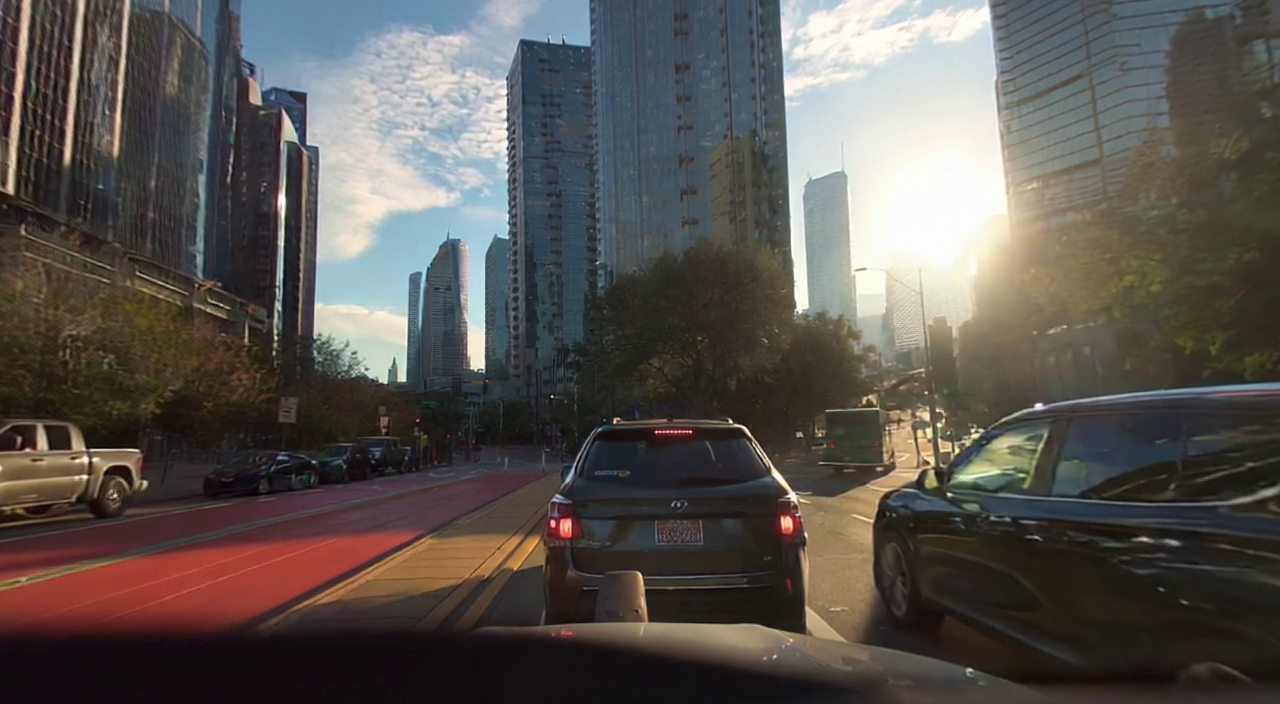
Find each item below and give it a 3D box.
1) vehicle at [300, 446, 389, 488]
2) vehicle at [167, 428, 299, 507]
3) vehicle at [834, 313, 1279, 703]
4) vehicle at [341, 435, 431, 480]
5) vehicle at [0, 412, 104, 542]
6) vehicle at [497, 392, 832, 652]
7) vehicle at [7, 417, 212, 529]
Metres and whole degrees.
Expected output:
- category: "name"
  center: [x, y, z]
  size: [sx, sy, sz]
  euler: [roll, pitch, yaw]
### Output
- category: "vehicle"
  center: [-11.576, 4.499, 25.091]
  size: [1.791, 1.463, 4.210]
  euler: [0, -9, -4]
- category: "vehicle"
  center: [-11.218, 3.169, 17.699]
  size: [1.559, 1.973, 3.419]
  euler: [1, -9, -5]
- category: "vehicle"
  center: [2.934, 1.004, 3.589]
  size: [2.097, 1.697, 5.065]
  euler: [0, -8, 1]
- category: "vehicle"
  center: [-12.093, 5.062, 30.601]
  size: [2.338, 1.963, 5.740]
  euler: [0, -9, -4]
- category: "vehicle"
  center: [-10.485, 1.918, 9.727]
  size: [1.543, 1.946, 3.454]
  euler: [1, -9, -6]
- category: "vehicle"
  center: [0.208, 1.422, 6.303]
  size: [2.192, 1.695, 4.142]
  euler: [0, -8, 1]
- category: "vehicle"
  center: [-10.861, 2.459, 13.288]
  size: [1.482, 2.019, 3.297]
  euler: [0, -9, -4]
